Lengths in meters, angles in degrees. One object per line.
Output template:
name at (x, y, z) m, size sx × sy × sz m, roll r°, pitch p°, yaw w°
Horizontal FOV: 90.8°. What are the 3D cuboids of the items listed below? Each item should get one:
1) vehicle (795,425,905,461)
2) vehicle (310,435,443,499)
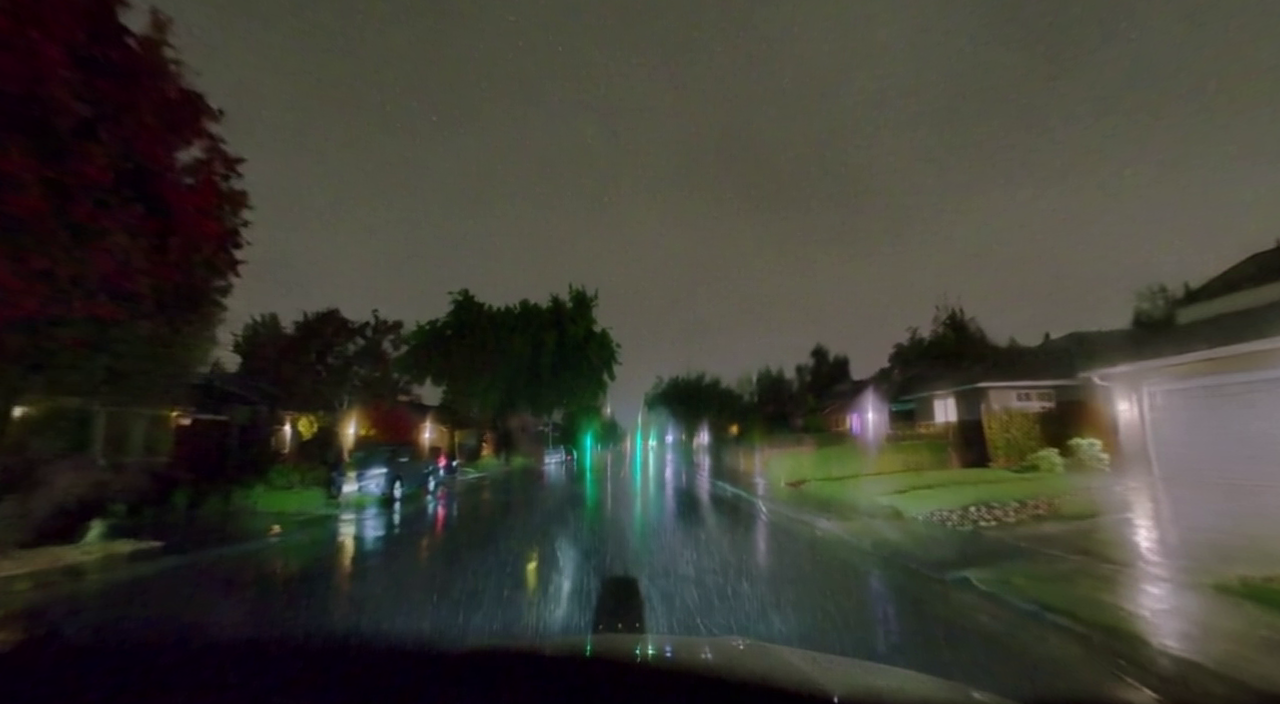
vehicle at (11.853, 5.158, 35.894) m, size 5.367 × 1.953 × 2.257 m, roll 1°, pitch -9°, yaw -8°
vehicle at (-8.567, 3.820, 21.188) m, size 2.352 × 1.843 × 4.979 m, roll -1°, pitch -10°, yaw 0°
